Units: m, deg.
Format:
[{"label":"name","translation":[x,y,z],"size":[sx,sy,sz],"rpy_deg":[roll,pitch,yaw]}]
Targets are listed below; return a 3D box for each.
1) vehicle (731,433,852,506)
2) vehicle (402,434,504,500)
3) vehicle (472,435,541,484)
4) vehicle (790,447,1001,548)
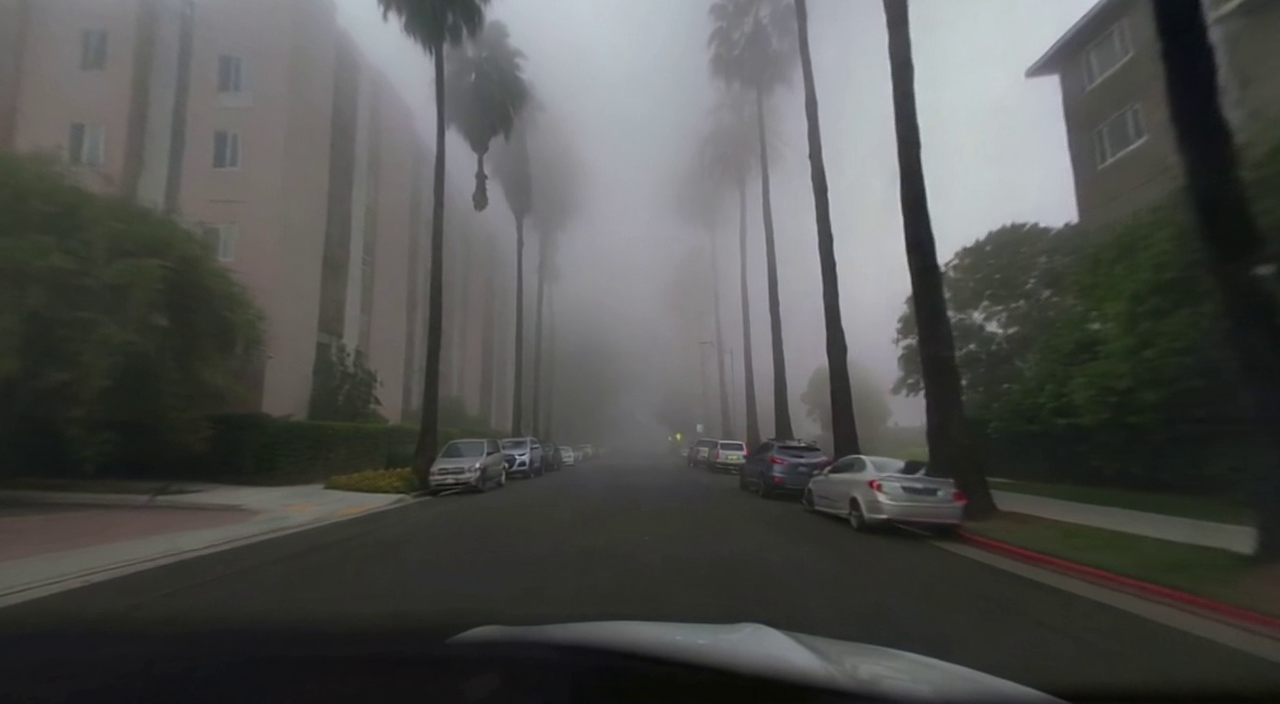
[{"label":"vehicle","translation":[4.151,3.319,18.347],"size":[2.201,1.787,5.007],"rpy_deg":[0,-8,-1]},{"label":"vehicle","translation":[-5.800,3.600,20.230],"size":[1.947,1.806,4.413],"rpy_deg":[2,-8,-1]},{"label":"vehicle","translation":[-5.573,4.532,27.003],"size":[2.087,1.896,4.554],"rpy_deg":[0,-8,-1]},{"label":"vehicle","translation":[4.335,2.504,11.663],"size":[1.909,1.449,4.513],"rpy_deg":[0,-8,-2]}]
